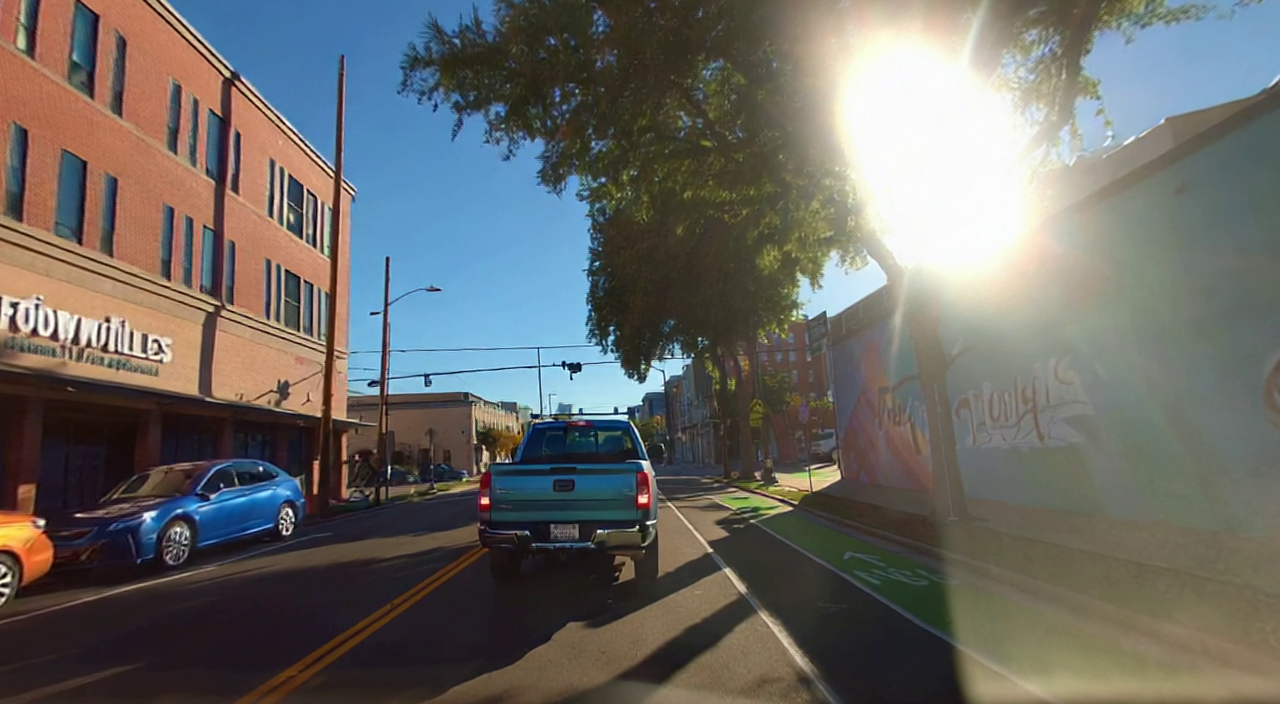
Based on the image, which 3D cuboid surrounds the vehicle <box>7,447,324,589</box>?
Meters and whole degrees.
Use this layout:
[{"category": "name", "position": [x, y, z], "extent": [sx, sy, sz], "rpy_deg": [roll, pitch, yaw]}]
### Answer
[{"category": "vehicle", "position": [-7.208, 2.456, 10.383], "extent": [1.882, 1.686, 4.489], "rpy_deg": [-2, -8, -3]}]

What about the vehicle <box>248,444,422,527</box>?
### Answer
[{"category": "vehicle", "position": [-7.399, 3.227, 16.069], "extent": [1.884, 1.730, 5.076], "rpy_deg": [0, -8, 0]}]

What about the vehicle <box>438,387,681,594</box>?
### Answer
[{"category": "vehicle", "position": [-0.711, 1.607, 8.169], "extent": [2.215, 1.882, 4.611], "rpy_deg": [0, -8, 1]}]
